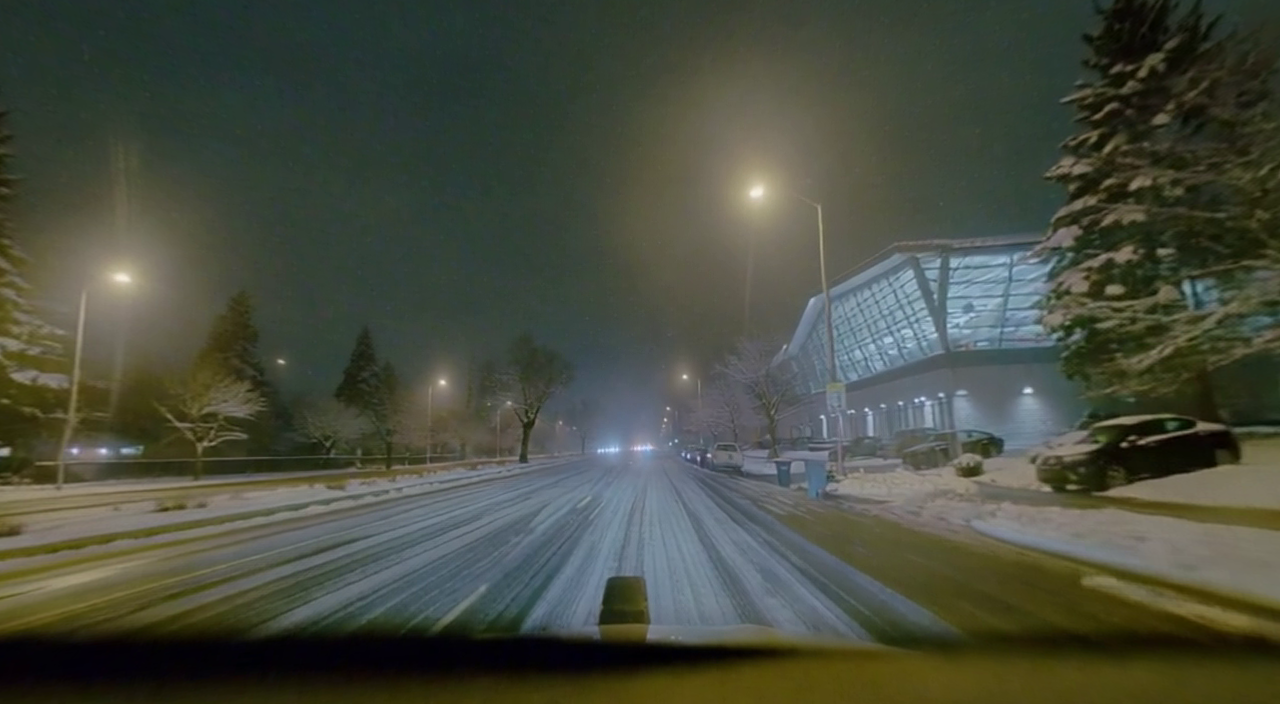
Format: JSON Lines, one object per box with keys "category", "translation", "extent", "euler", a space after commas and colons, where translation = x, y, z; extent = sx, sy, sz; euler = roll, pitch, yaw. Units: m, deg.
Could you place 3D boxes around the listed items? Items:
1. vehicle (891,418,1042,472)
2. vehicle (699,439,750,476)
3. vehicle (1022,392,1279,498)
{"category": "vehicle", "translation": [11.936, 3.476, 23.269], "extent": [4.418, 1.532, 1.889], "euler": [-4, -11, -3]}
{"category": "vehicle", "translation": [4.481, 5.693, 34.252], "extent": [2.078, 1.771, 5.174], "euler": [1, -8, 0]}
{"category": "vehicle", "translation": [11.400, 1.985, 13.684], "extent": [4.865, 1.674, 1.963], "euler": [-5, -9, -5]}
